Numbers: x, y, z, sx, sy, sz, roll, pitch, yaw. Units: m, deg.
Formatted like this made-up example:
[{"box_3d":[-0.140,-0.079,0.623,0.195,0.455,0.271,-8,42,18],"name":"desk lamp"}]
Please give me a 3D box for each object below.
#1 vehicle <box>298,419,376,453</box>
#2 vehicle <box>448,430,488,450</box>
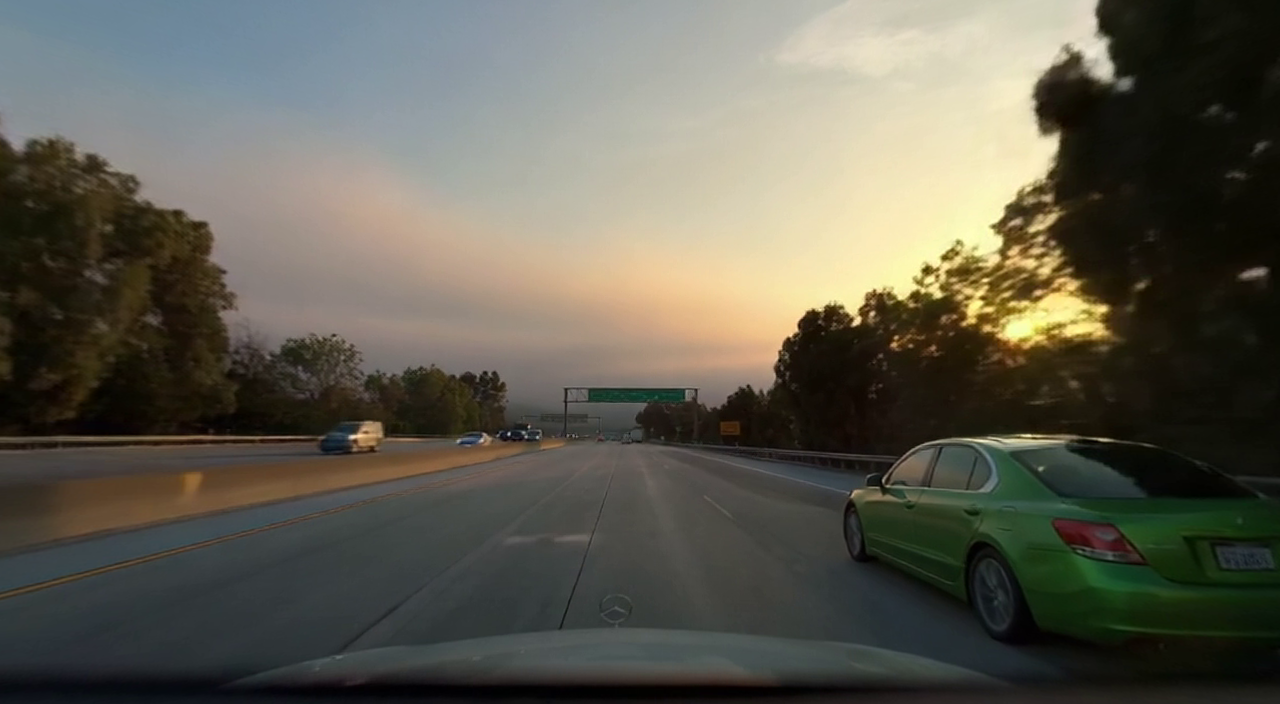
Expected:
[{"box_3d":[-16.299,4.572,34.147,1.975,1.670,4.552,0,-8,0],"name":"vehicle"},{"box_3d":[-13.000,6.714,47.807,1.885,1.420,4.239,0,-8,-1],"name":"vehicle"}]
